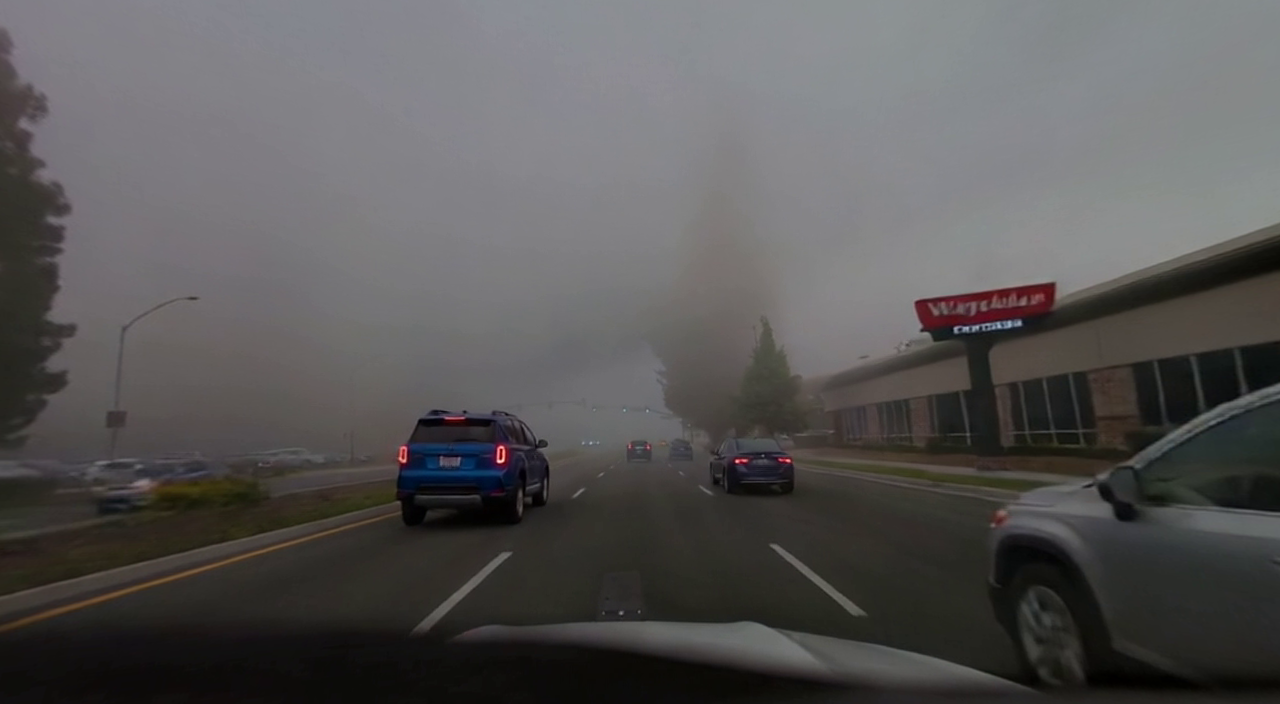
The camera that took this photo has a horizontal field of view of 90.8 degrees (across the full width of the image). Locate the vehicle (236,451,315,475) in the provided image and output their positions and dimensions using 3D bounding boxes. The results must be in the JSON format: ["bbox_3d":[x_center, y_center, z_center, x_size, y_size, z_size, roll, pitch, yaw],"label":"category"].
[{"bbox_3d":[-28.030,8.562,48.721,4.862,1.478,2.057,-4,-9,-2],"label":"vehicle"}]

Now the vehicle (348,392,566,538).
[{"bbox_3d":[-2.902,1.987,11.656,2.368,2.037,5.319,0,-8,0],"label":"vehicle"}]

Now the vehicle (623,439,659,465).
[{"bbox_3d":[0.017,5.932,37.546,2.008,1.464,4.052,0,-8,-1],"label":"vehicle"}]

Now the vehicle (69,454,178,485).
[{"bbox_3d":[-28.826,6.537,35.366,4.441,1.625,1.916,-1,-8,3],"label":"vehicle"}]

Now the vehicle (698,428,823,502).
[{"bbox_3d":[2.843,2.810,16.152,2.174,1.596,4.779,0,-8,-1],"label":"vehicle"}]

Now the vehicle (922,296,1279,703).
[{"bbox_3d":[2.849,0.703,1.798,2.018,1.719,4.369,0,-8,-1],"label":"vehicle"}]
